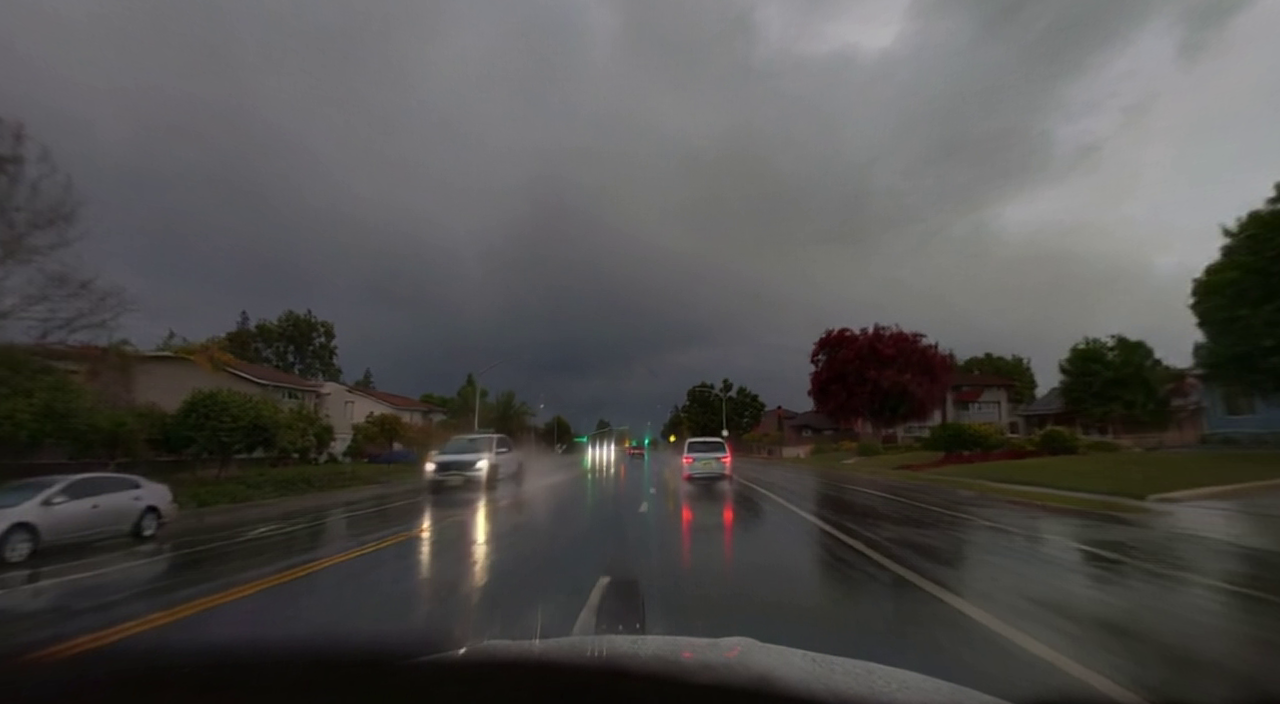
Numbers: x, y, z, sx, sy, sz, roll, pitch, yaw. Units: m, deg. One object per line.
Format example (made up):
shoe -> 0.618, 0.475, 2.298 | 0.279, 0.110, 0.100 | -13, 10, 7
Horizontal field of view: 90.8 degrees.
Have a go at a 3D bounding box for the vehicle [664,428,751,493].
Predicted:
vehicle -> 1.942, 3.343, 19.722 | 2.200, 1.763, 4.676 | 0, -9, 0

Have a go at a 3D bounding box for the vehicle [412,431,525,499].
vehicle -> -5.346, 3.599, 20.513 | 2.146, 1.912, 4.878 | -1, -9, 2

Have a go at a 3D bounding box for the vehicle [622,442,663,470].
vehicle -> 0.080, 5.866, 35.700 | 2.196, 1.449, 4.006 | 0, -9, -2

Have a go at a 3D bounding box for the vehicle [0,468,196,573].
vehicle -> -10.590, 2.891, 11.250 | 1.831, 1.464, 4.520 | -1, -9, 4

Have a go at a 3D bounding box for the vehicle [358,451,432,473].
vehicle -> -17.496, 7.869, 45.220 | 4.514, 1.523, 1.860 | 0, -8, 1
